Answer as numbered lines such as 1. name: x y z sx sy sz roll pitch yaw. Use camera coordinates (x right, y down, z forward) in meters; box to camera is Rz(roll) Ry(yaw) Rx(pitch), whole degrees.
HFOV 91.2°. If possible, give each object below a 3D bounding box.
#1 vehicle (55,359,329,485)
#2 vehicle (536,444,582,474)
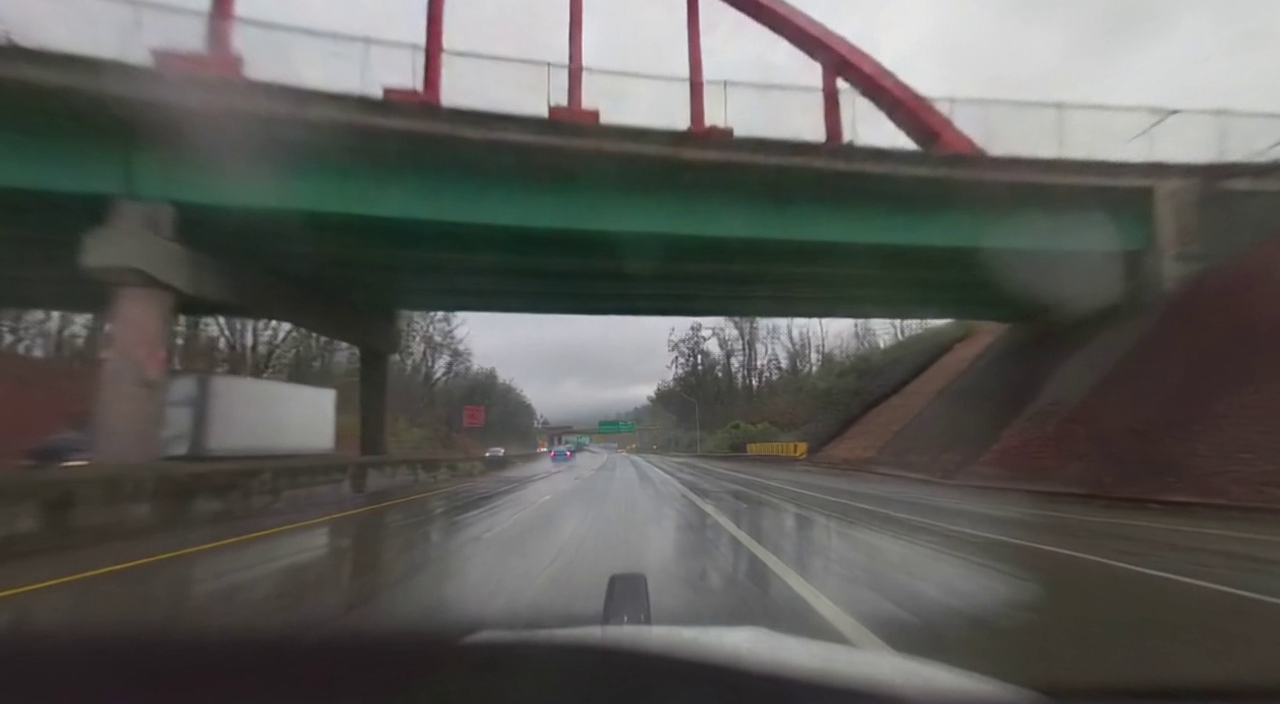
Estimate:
1. vehicle: -16.899 3.025 25.404 3.020 3.984 10.945 0 -9 0
2. vehicle: -4.460 5.991 35.295 2.052 1.556 4.405 0 -8 -1
